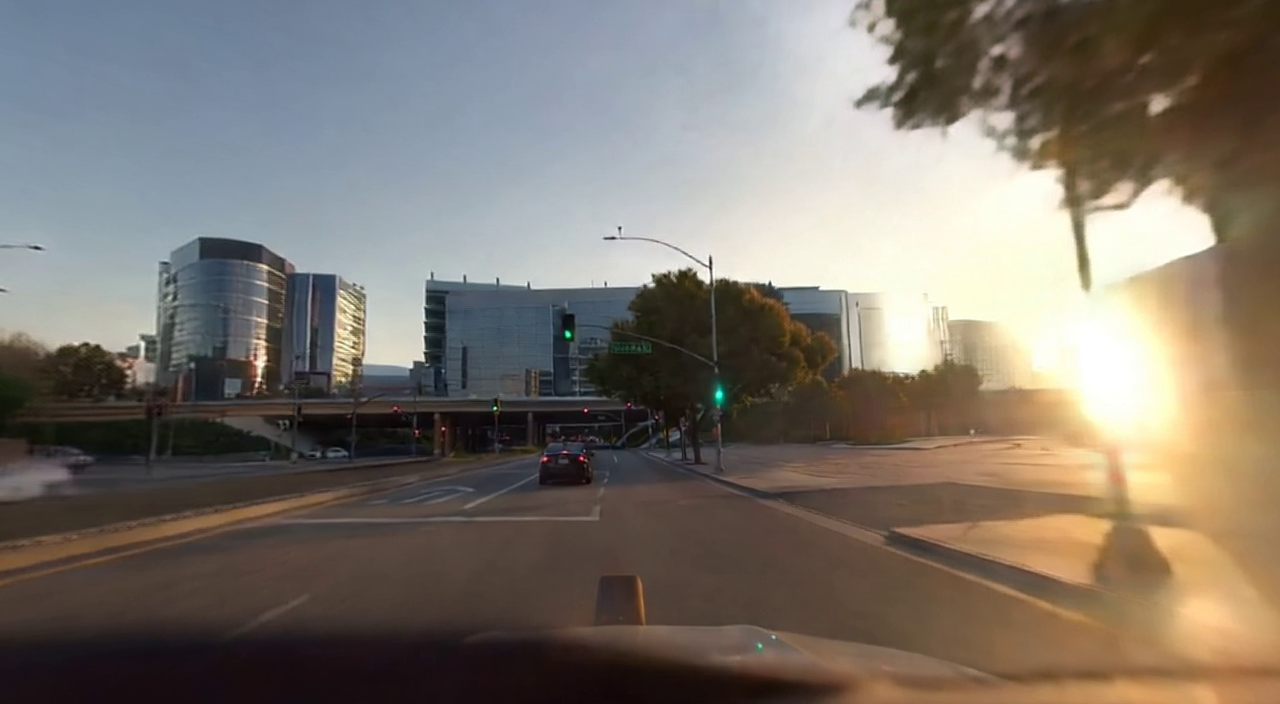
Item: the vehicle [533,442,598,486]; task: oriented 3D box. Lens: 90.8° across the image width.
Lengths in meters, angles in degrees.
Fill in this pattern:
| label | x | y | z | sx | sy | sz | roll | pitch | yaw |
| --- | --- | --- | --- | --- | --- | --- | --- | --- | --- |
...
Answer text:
| label | x | y | z | sx | sy | sz | roll | pitch | yaw |
| --- | --- | --- | --- | --- | --- | --- | --- | --- | --- |
| vehicle | -2.670 | 4.152 | 23.744 | 2.154 | 1.465 | 4.532 | 0 | -9 | -3 |
